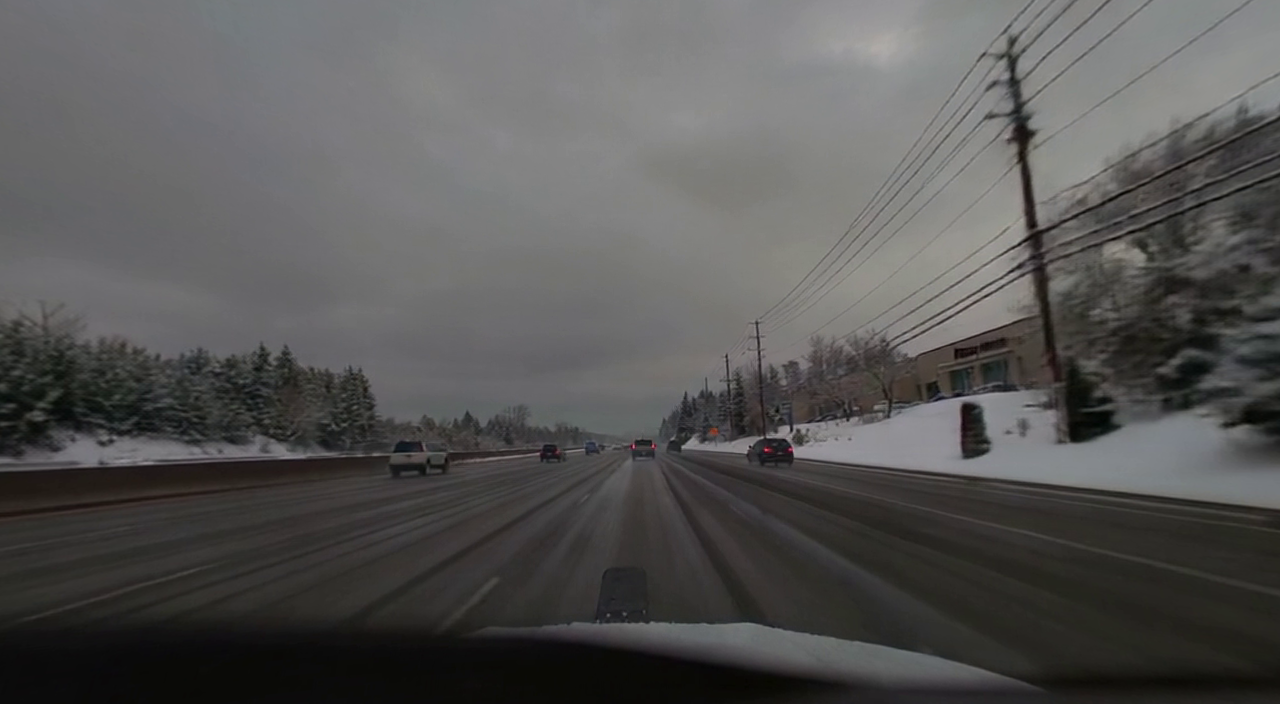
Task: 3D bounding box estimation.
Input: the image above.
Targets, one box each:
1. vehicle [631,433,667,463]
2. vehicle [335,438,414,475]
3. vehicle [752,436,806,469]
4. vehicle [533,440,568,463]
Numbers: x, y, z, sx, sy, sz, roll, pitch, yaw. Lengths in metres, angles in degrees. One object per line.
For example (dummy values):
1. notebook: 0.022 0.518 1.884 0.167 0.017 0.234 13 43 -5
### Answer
1. vehicle: 0.668 7.467 49.146 2.622 2.208 5.320 0 -8 0
2. vehicle: -14.227 5.577 34.093 2.149 1.846 4.713 -1 -8 1
3. vehicle: 7.642 5.584 35.065 1.937 1.698 4.322 0 -8 -1
4. vehicle: -7.010 7.830 49.609 2.007 1.732 4.395 0 -8 1
